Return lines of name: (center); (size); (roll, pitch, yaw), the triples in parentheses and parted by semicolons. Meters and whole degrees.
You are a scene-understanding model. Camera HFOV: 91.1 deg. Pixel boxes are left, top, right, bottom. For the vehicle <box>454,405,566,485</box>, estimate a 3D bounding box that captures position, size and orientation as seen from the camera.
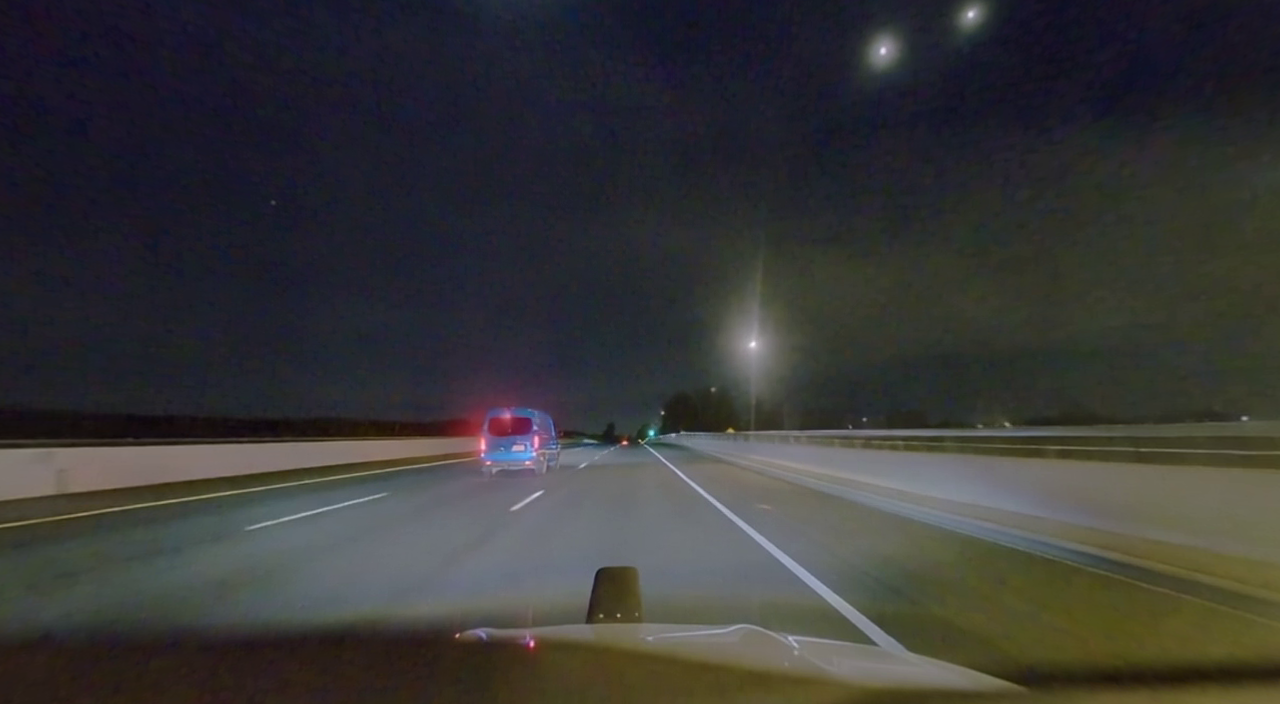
vehicle: (-3.639, 2.730, 18.671); (2.309, 2.053, 4.884); (0, -8, 0)
